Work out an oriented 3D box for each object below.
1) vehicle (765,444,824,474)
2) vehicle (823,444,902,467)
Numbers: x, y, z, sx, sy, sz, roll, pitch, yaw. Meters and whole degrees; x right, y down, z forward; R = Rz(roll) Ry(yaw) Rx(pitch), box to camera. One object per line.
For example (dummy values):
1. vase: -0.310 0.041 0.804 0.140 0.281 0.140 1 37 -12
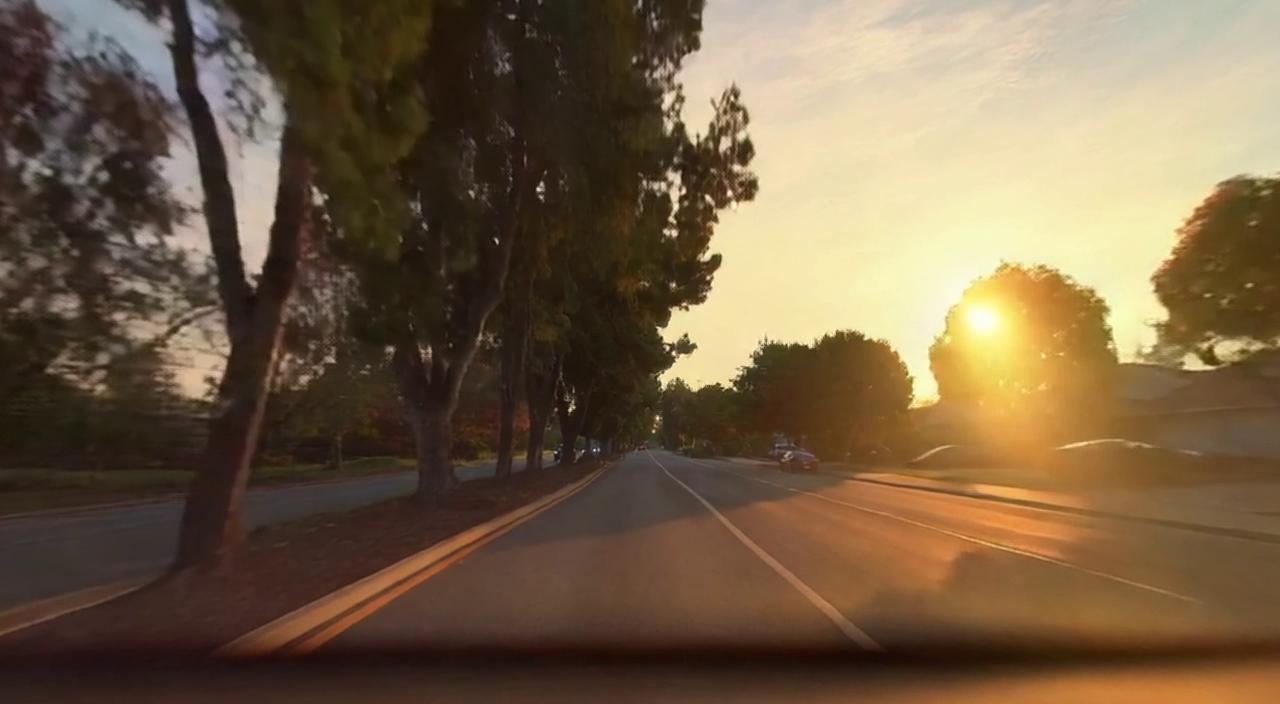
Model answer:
1. vehicle: 8.359 5.826 34.491 1.940 1.516 4.319 1 -9 -3
2. vehicle: 15.259 7.101 43.287 4.644 1.542 2.095 0 -9 1
